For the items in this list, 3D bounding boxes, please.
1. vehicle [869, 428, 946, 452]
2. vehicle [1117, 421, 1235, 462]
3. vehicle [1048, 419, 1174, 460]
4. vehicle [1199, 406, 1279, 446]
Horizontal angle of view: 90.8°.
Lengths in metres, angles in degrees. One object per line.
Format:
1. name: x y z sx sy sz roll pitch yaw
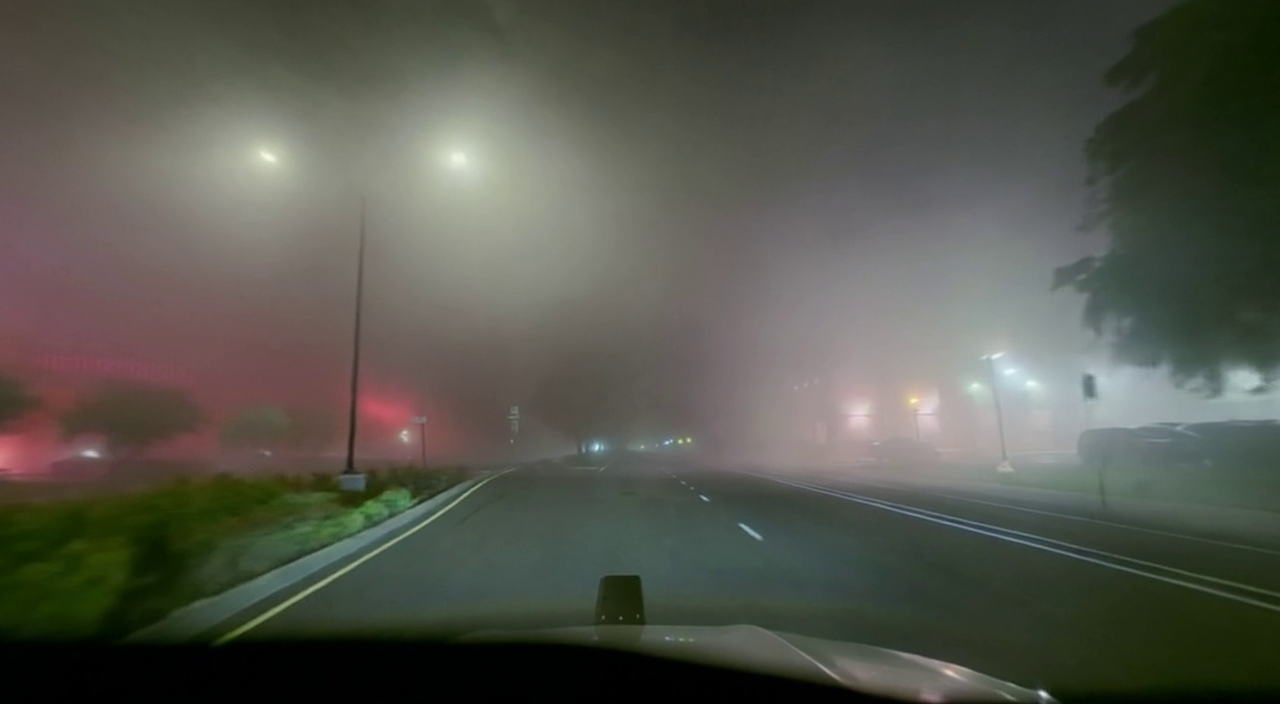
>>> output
1. vehicle: 20.013 6.609 47.359 4.656 1.752 2.309 1 -8 -4
2. vehicle: 25.810 4.355 30.629 1.874 1.808 4.159 0 -8 -3
3. vehicle: 22.913 4.332 31.062 2.133 1.853 5.009 0 -8 -2
4. vehicle: 31.285 3.729 31.765 2.007 1.782 4.355 -3 -10 -5
